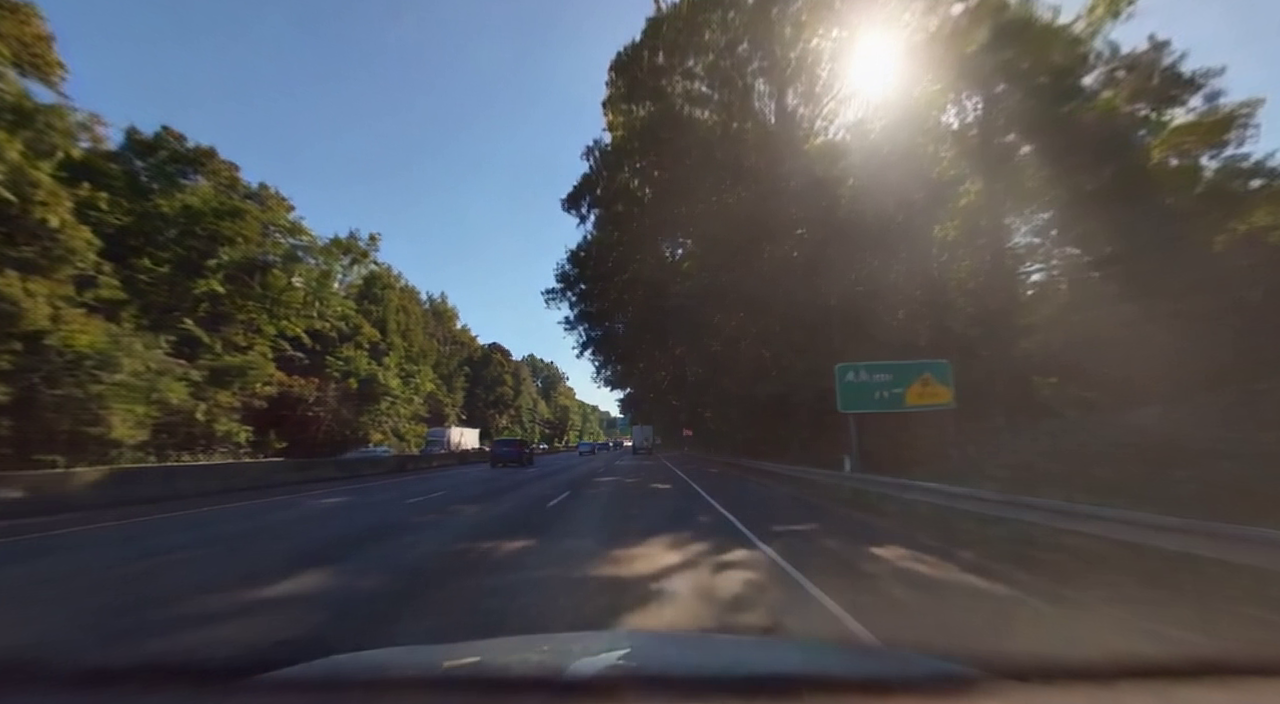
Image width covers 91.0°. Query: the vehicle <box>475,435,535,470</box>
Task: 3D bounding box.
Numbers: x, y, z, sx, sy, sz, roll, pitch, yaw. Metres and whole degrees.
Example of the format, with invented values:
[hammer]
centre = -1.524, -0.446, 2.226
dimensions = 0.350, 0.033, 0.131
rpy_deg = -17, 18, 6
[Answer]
[vehicle]
centre = -7.403, 5.588, 35.129
dimensions = 2.253, 1.815, 4.618
rpy_deg = 0, -8, 1
